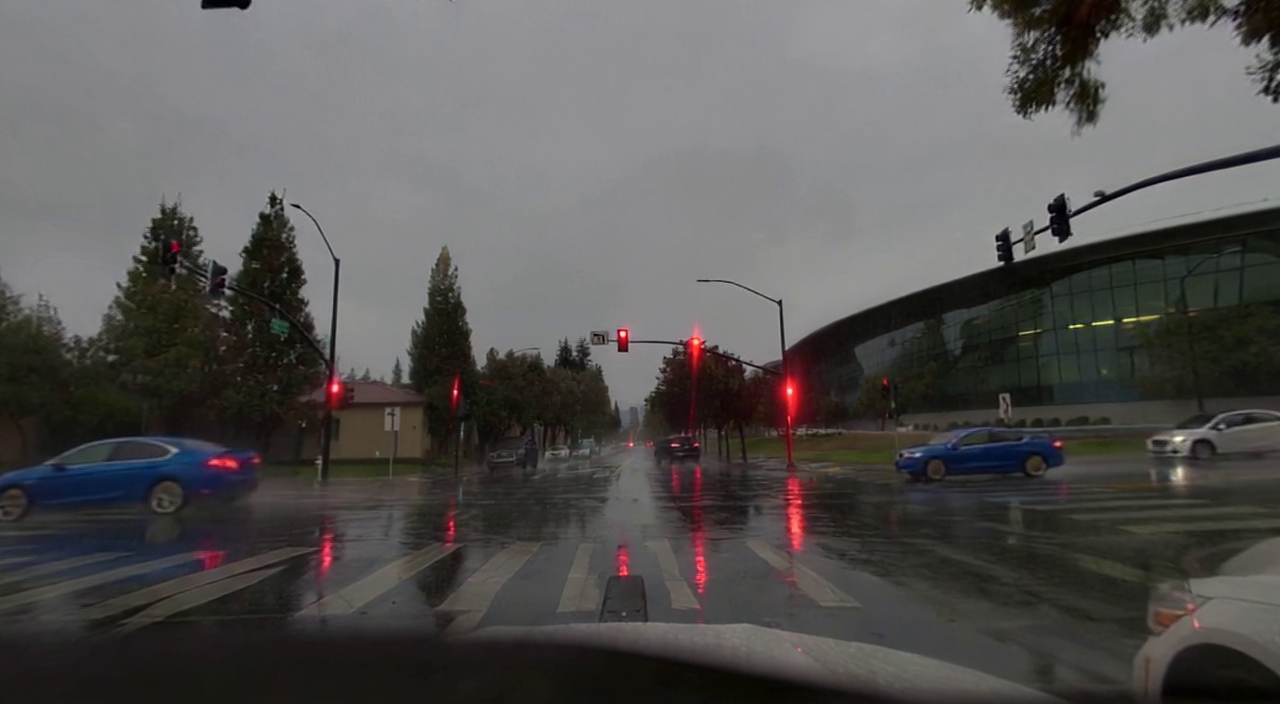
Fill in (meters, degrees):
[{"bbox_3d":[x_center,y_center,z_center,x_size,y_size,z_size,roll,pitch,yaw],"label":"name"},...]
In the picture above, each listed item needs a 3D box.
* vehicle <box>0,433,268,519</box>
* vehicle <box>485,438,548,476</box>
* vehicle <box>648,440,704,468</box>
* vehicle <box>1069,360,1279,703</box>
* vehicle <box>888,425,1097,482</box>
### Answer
[{"bbox_3d":[-11.480,2.665,13.742,5.369,1.704,1.993,0,-8,0],"label":"vehicle"},{"bbox_3d":[-5.948,5.100,30.786,2.115,1.690,4.322,0,-8,1],"label":"vehicle"},{"bbox_3d":[1.935,5.610,34.891,2.031,1.442,4.446,1,-8,-11],"label":"vehicle"},{"bbox_3d":[2.888,0.661,0.830,1.947,1.576,3.825,0,-8,1],"label":"vehicle"},{"bbox_3d":[9.564,2.782,17.338,4.613,1.443,1.883,0,-8,0],"label":"vehicle"}]
